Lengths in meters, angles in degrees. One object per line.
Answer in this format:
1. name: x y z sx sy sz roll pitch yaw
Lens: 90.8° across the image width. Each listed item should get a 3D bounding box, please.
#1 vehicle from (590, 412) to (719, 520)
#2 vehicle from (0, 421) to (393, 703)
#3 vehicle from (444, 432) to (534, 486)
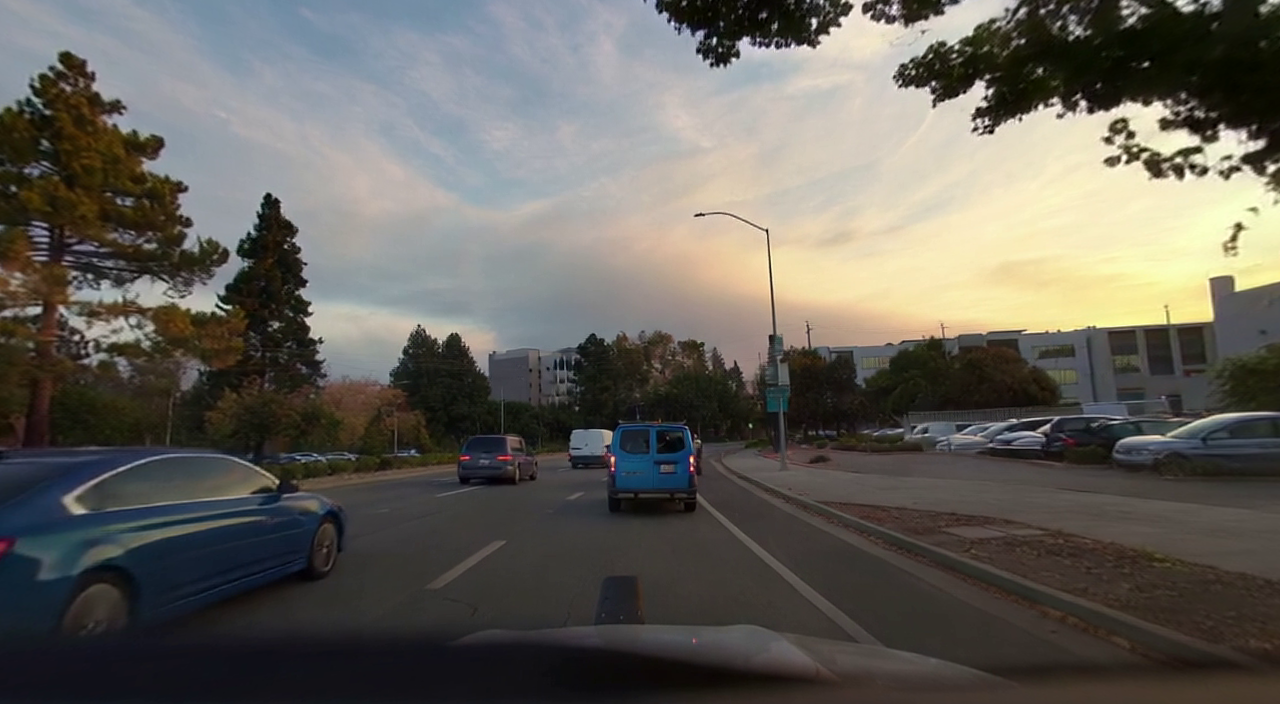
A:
1. vehicle: 0.311 2.255 12.899 2.173 1.830 4.189 0 -9 2
2. vehicle: -3.986 1.356 4.930 1.991 1.459 4.813 0 -9 3
3. vehicle: -5.205 3.765 22.527 2.116 1.714 4.757 0 -9 -1
